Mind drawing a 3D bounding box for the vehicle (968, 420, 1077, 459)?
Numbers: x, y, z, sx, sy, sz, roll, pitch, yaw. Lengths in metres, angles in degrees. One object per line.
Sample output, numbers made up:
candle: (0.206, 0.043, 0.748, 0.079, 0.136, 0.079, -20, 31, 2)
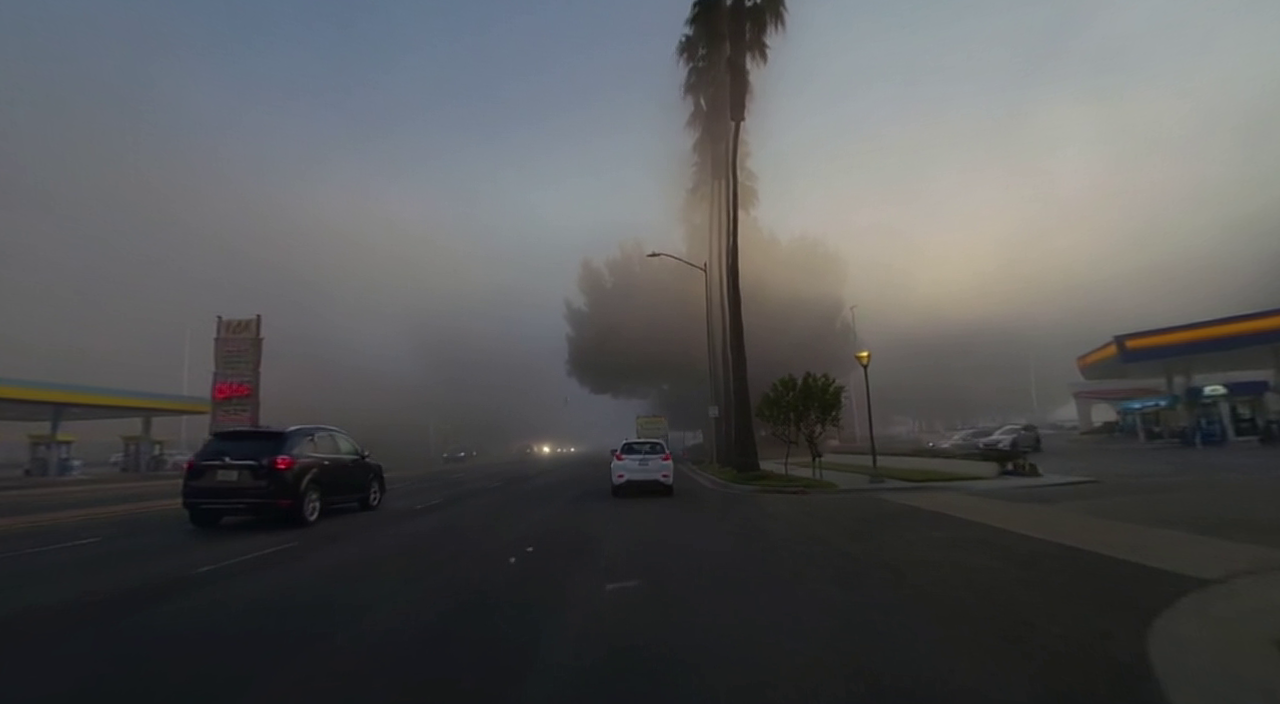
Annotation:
vehicle: (17.074, 3.976, 28.336, 2.009, 1.630, 4.436, 0, -9, -2)

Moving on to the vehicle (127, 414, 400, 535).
vehicle: (-6.196, 2.072, 11.165, 2.057, 1.705, 4.394, 0, -9, 1)

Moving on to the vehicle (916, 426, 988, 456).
vehicle: (16.911, 4.890, 34.286, 1.902, 1.502, 4.395, 0, -9, 3)

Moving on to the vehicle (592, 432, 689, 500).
vehicle: (0.043, 2.862, 16.124, 2.145, 1.483, 4.453, 0, -9, 1)
